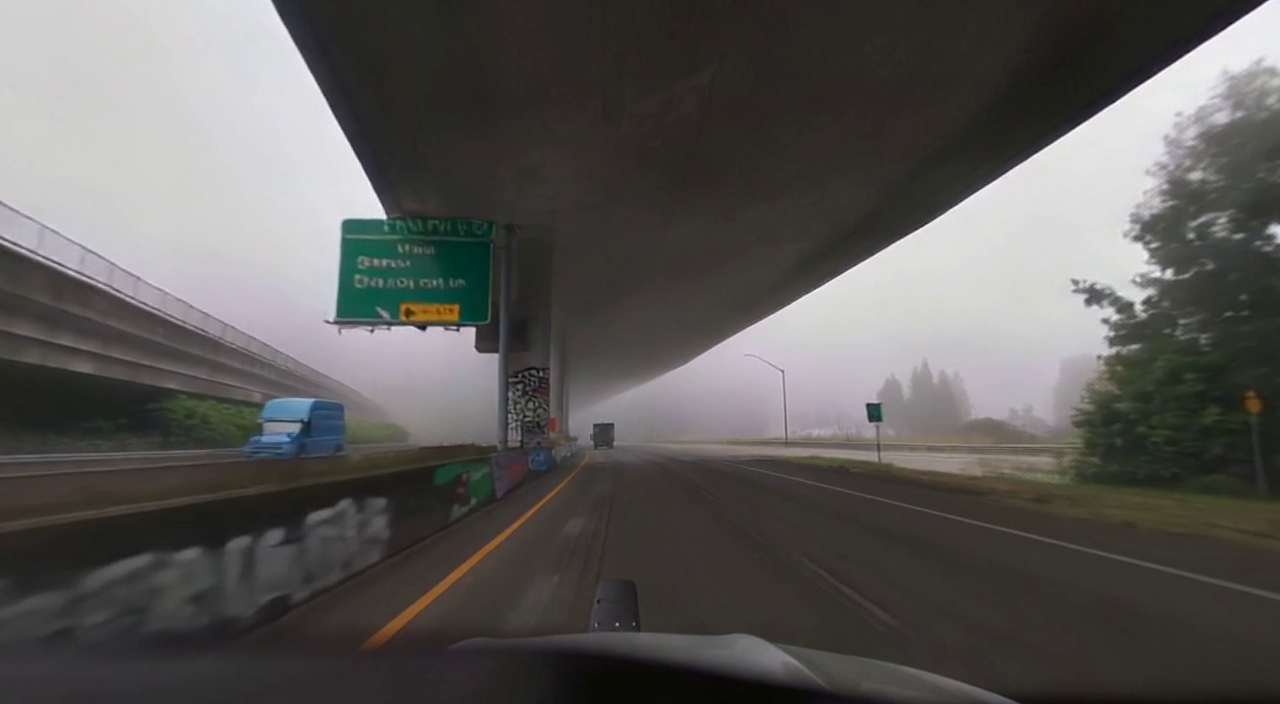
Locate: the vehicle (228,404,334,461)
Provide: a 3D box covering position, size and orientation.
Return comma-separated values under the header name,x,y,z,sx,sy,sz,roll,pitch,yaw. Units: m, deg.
name,x,y,z,sx,sy,sz,roll,pitch,yaw
vehicle,-19.311,4.415,34.317,2.354,2.823,5.911,0,-8,-2
